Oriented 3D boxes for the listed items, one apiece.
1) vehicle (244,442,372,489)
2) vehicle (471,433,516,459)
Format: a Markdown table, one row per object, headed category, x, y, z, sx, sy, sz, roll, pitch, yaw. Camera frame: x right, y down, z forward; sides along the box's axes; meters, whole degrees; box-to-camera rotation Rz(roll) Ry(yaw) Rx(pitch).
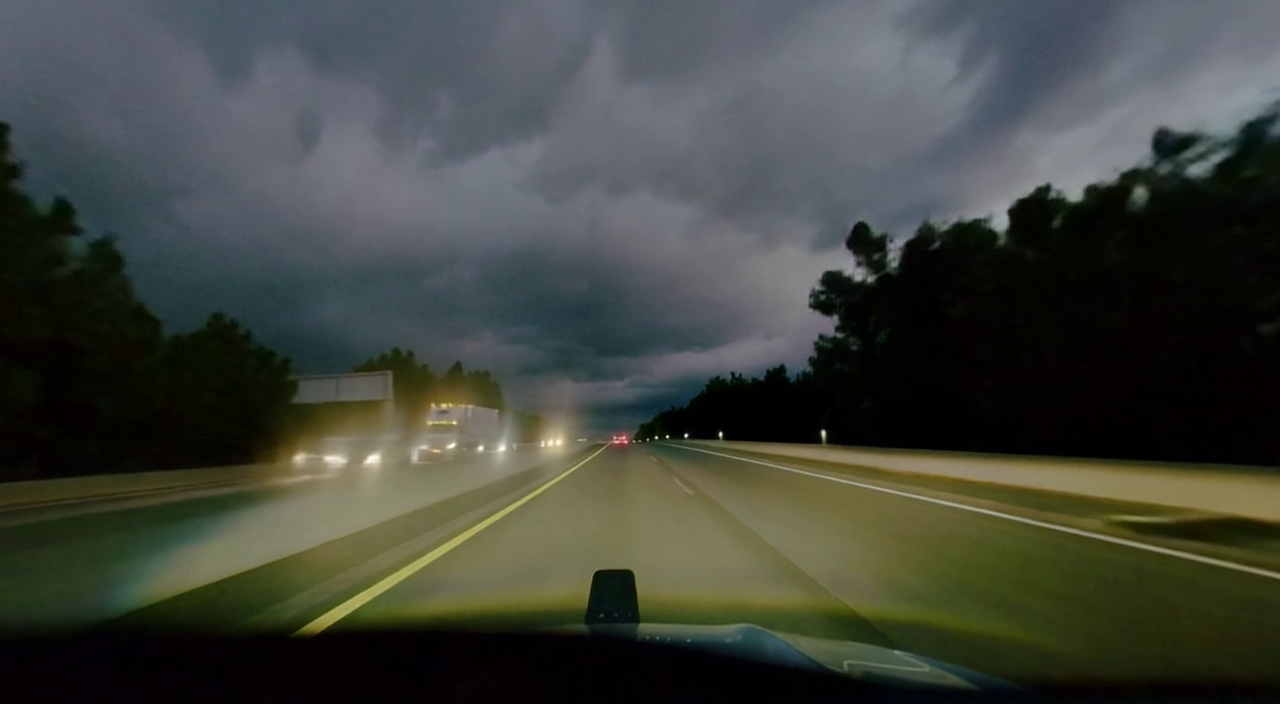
| category | x | y | z | sx | sy | sz | roll | pitch | yaw |
| --- | --- | --- | --- | --- | --- | --- | --- | --- | --- |
| vehicle | -10.211 | 3.499 | 19.764 | 1.811 | 1.263 | 4.213 | 0 | -8 | -1 |
| vehicle | -10.860 | 6.992 | 46.914 | 2.434 | 1.856 | 4.296 | 0 | -8 | -1 |
